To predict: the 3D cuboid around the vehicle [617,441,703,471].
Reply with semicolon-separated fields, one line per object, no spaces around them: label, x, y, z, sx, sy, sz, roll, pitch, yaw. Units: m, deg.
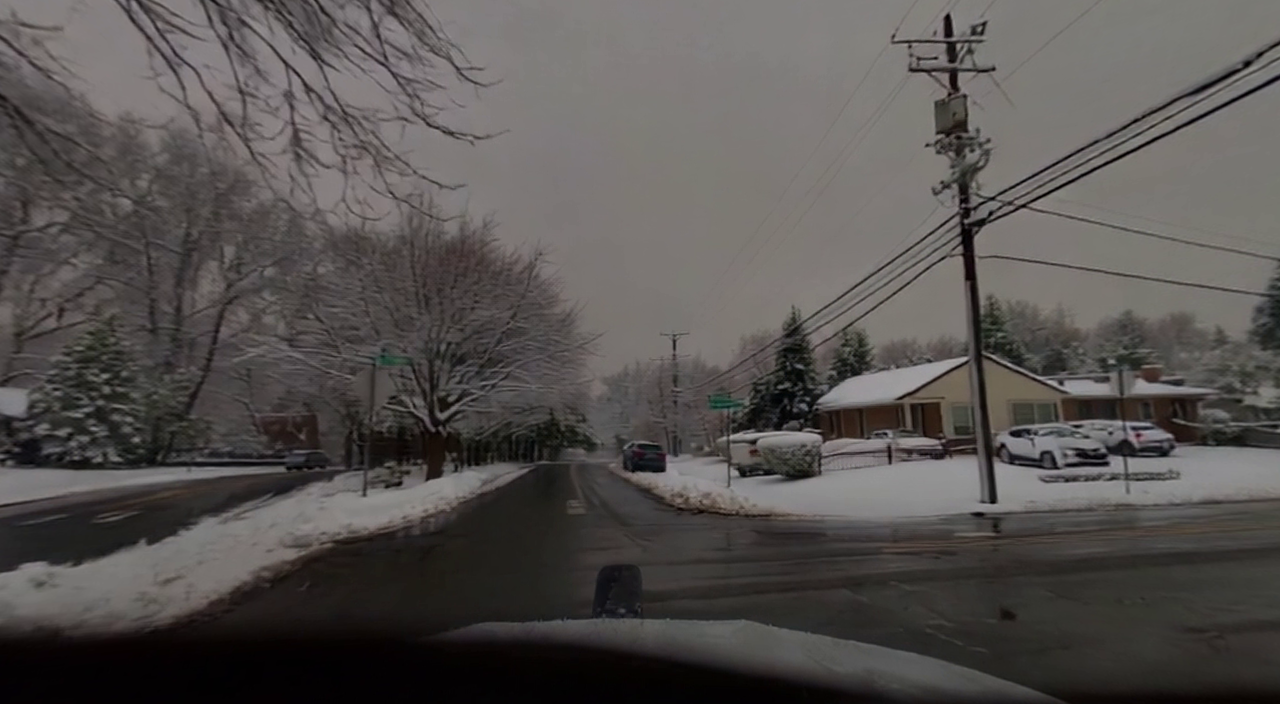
vehicle;1.171;6.174;37.646;4.784;1.647;1.947;2;-9;-14
